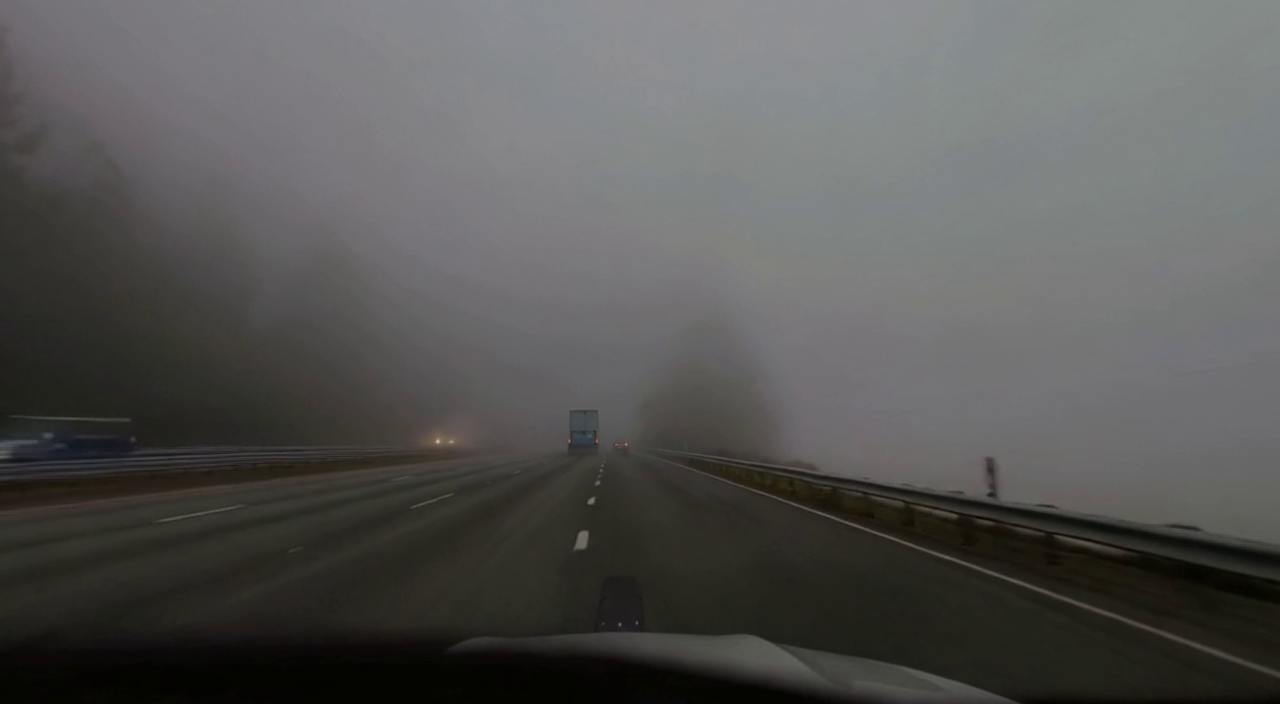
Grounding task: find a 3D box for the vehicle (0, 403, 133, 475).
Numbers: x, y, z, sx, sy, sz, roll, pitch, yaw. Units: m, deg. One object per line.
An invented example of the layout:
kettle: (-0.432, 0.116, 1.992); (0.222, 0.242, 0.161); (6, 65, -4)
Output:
vehicle: (-22.202, 3.210, 23.179); (2.136, 2.320, 5.993); (1, -9, -1)
